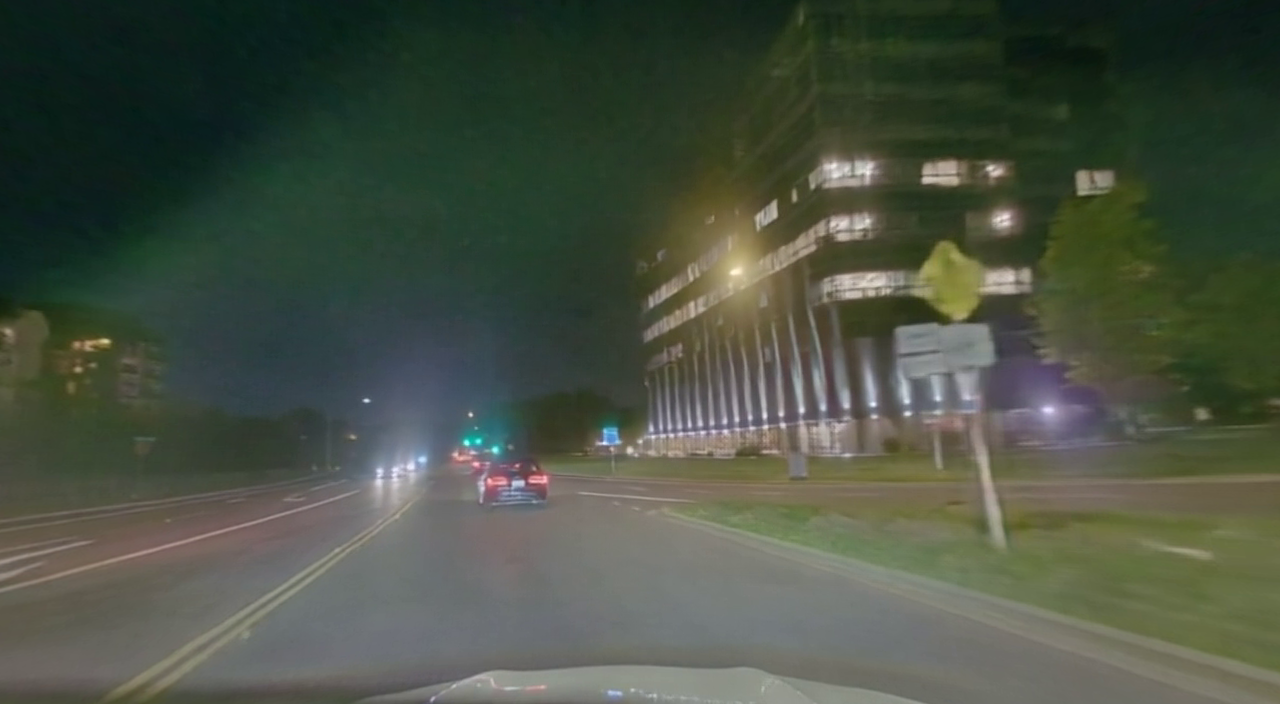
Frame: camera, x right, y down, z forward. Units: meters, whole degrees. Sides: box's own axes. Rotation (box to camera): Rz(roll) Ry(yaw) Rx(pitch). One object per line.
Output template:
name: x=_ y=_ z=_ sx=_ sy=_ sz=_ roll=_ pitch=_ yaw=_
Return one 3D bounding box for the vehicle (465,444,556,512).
vehicle: x=-3.491 y=3.211 z=16.410 sx=2.014 sy=1.525 sz=3.670 roll=2 pitch=-9 yaw=-16
